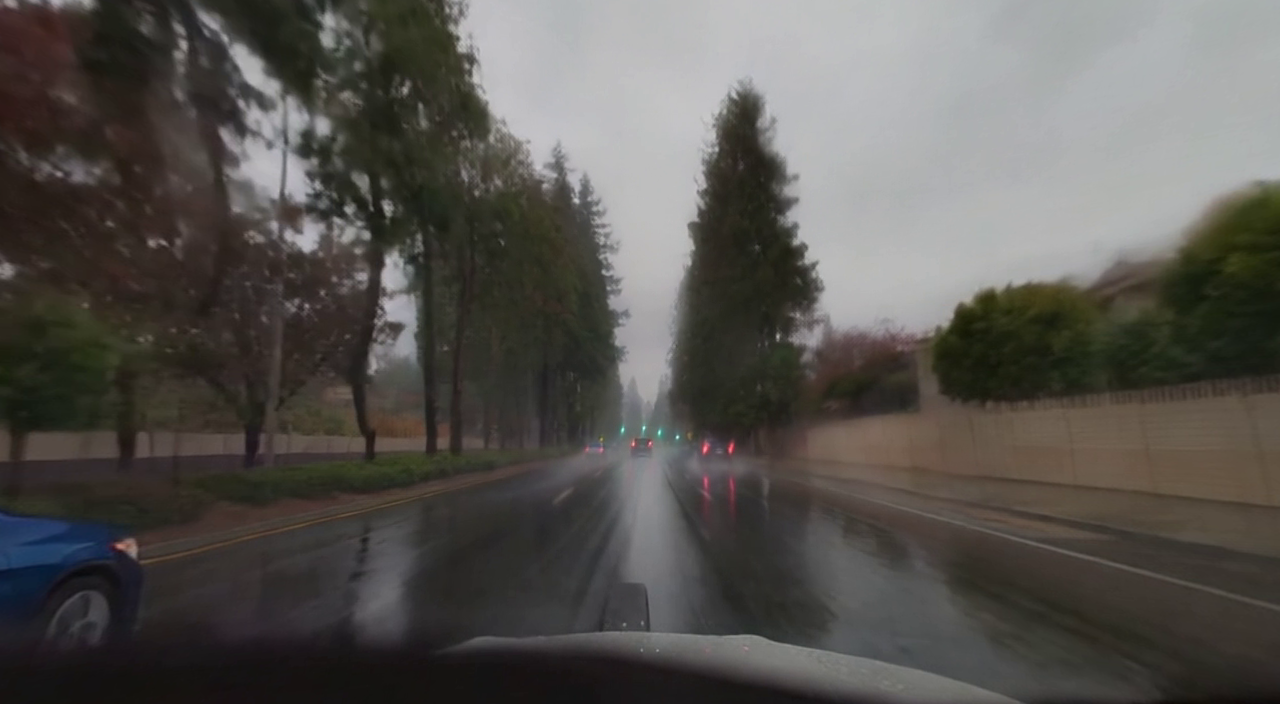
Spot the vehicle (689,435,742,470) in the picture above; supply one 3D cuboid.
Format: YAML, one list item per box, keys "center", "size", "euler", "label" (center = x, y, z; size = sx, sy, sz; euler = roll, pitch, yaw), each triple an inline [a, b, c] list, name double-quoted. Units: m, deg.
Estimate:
- center: [3.817, 5.170, 32.642]
  size: [2.182, 1.688, 4.187]
  euler: [0, -8, -1]
  label: "vehicle"

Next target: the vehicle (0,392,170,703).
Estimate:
- center: [-3.730, 0.685, 0.974]
  size: [2.091, 1.503, 4.989]
  euler: [0, -8, 1]
  label: "vehicle"

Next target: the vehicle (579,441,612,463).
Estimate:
- center: [-3.015, 6.877, 43.533]
  size: [1.940, 1.473, 4.133]
  euler: [0, -8, 1]
  label: "vehicle"
